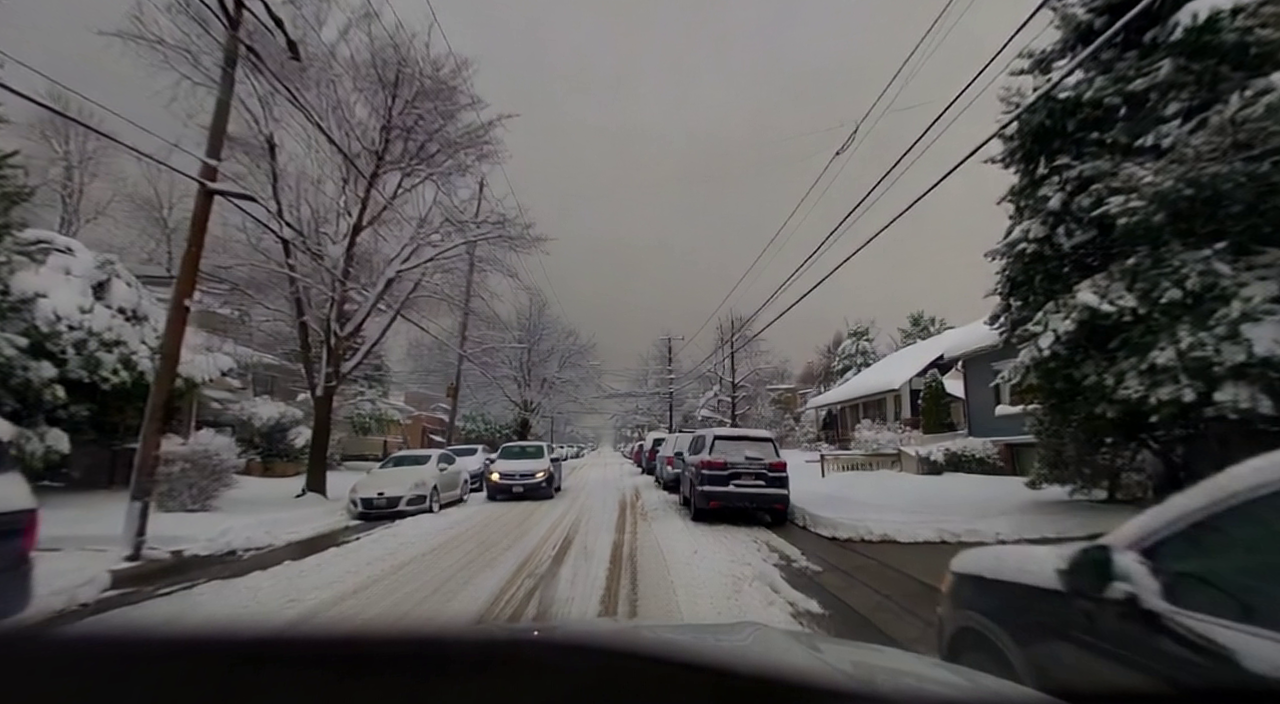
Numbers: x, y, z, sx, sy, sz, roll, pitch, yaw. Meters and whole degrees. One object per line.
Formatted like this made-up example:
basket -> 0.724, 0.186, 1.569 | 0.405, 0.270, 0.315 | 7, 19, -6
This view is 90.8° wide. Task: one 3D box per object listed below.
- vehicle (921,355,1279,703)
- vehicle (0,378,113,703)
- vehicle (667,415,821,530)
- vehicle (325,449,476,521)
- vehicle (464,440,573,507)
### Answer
vehicle -> 2.282, 0.639, 0.240 | 2.034, 1.530, 4.790 | 1, -8, -2
vehicle -> -4.619, 0.851, 1.912 | 2.110, 1.875, 4.603 | 0, -8, -2
vehicle -> 1.801, 2.303, 12.645 | 2.032, 1.839, 4.597 | 1, -8, -4
vehicle -> -5.489, 3.069, 15.161 | 1.932, 1.431, 4.198 | 0, -8, 1
vehicle -> -3.061, 3.180, 17.112 | 2.060, 1.525, 4.876 | 0, -8, -1
